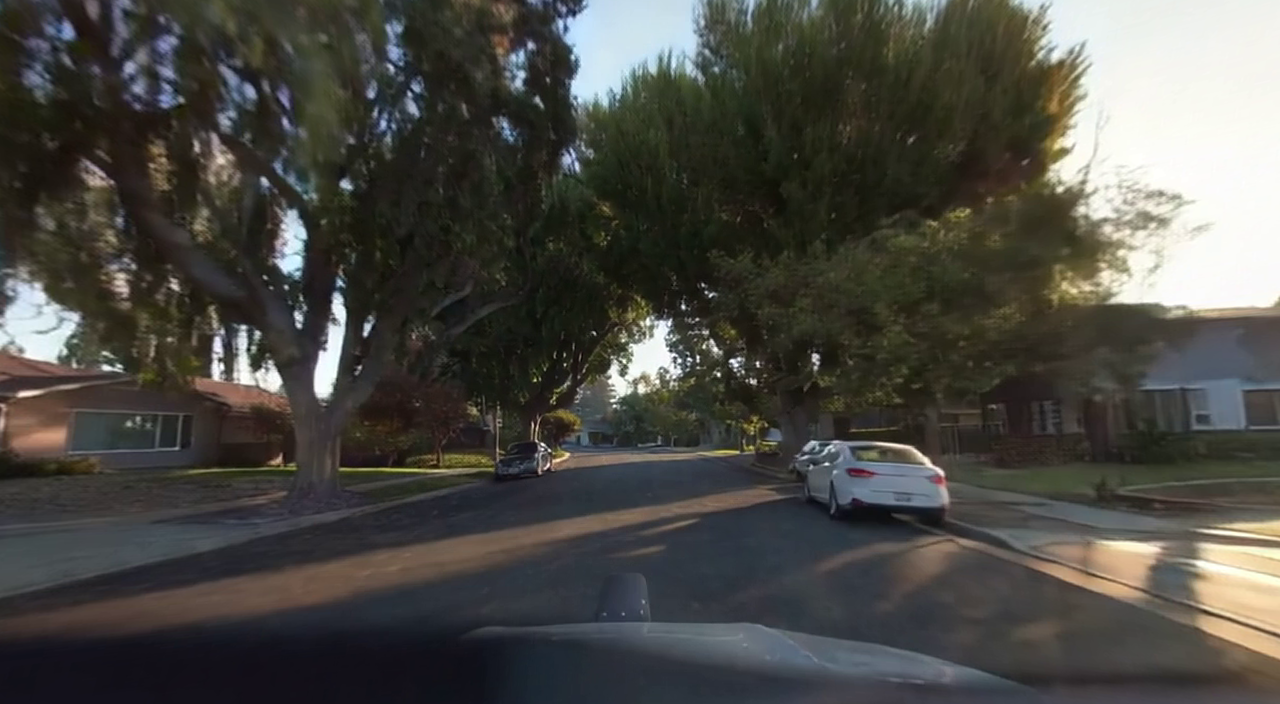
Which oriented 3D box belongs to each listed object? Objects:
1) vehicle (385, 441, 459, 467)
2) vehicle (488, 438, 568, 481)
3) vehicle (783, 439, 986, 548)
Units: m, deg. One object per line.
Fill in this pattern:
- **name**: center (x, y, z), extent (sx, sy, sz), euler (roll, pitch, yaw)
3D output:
- **vehicle**: center (-16.758, 7.872, 48.397), extent (4.879, 1.867, 2.234), euler (1, -8, -4)
- **vehicle**: center (-4.561, 4.529, 26.286), extent (1.943, 1.433, 4.717), euler (-6, -11, 6)
- **vehicle**: center (3.829, 2.234, 10.895), extent (2.088, 1.429, 4.796), euler (-1, -8, 7)
